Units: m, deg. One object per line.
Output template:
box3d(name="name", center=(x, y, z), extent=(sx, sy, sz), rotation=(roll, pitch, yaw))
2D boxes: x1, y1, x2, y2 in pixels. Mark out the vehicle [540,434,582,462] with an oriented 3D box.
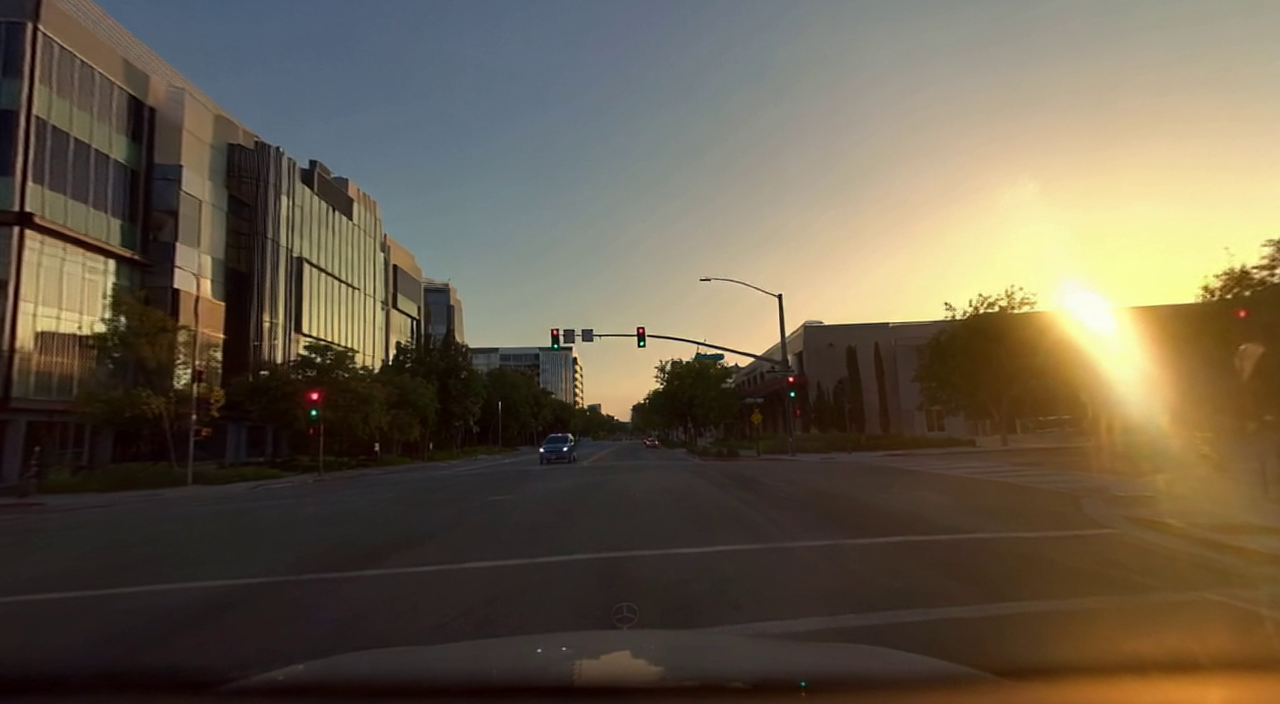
box3d(name="vehicle", center=(-4.903, 6.014, 39.609), extent=(1.988, 1.666, 4.074), rotation=(0, -8, 1))
